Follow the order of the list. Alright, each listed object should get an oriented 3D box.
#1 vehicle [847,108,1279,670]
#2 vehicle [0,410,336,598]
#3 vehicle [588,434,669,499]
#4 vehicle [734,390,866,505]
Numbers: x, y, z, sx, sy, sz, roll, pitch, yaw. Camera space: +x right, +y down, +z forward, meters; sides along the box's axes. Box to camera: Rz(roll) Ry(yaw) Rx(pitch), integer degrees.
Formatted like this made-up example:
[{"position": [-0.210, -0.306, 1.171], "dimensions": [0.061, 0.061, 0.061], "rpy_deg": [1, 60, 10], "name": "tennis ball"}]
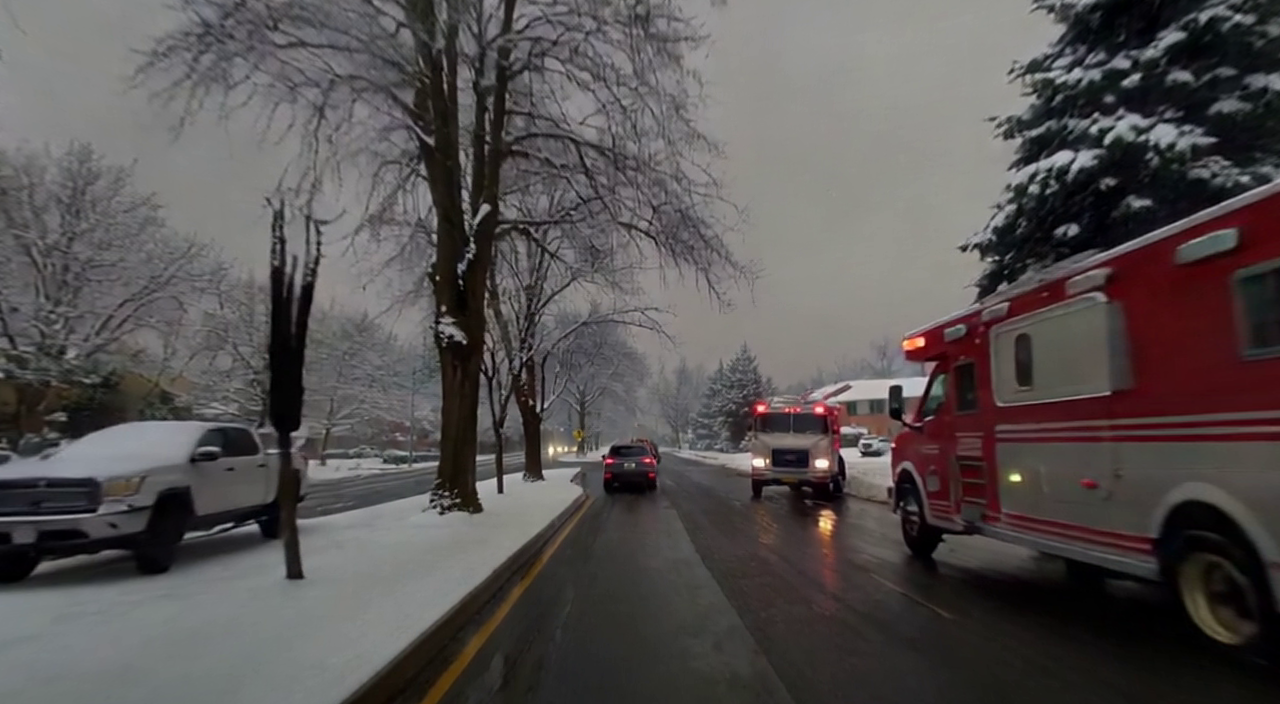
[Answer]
[{"position": [5.113, 0.578, 5.822], "dimensions": [2.885, 3.246, 9.408], "rpy_deg": [0, -10, -2], "name": "vehicle"}, {"position": [-6.468, 1.894, 8.894], "dimensions": [2.165, 1.876, 4.903], "rpy_deg": [0, -8, -3], "name": "vehicle"}, {"position": [-0.271, 3.273, 18.420], "dimensions": [2.106, 1.655, 3.717], "rpy_deg": [0, -8, 1], "name": "vehicle"}, {"position": [5.017, 2.887, 19.020], "dimensions": [2.654, 2.824, 5.794], "rpy_deg": [-7, -10, 23], "name": "vehicle"}]
